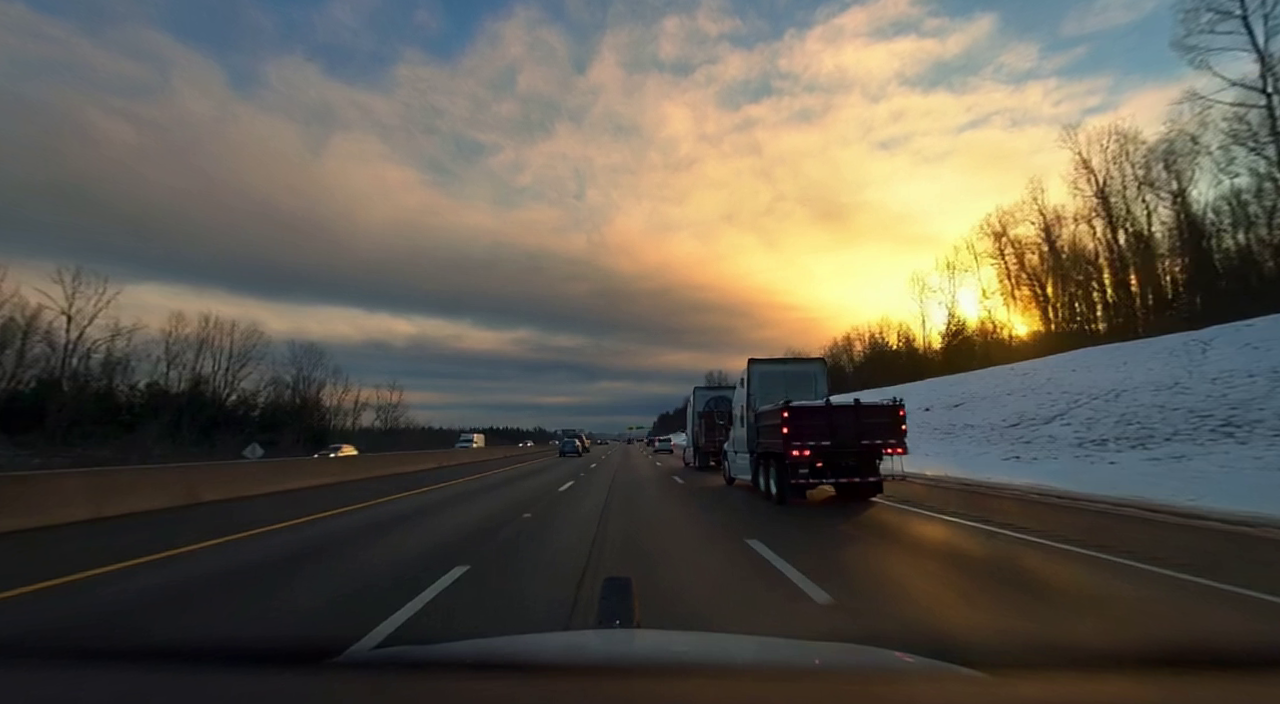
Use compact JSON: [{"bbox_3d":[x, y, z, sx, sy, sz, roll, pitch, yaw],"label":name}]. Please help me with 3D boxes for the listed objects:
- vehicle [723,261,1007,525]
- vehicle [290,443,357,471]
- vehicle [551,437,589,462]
[{"bbox_3d":[3.932,1.140,13.817,2.906,3.999,8.621,0,-8,-1],"label":"vehicle"},{"bbox_3d":[-19.848,6.583,39.675,1.893,1.584,4.596,0,-8,0],"label":"vehicle"},{"bbox_3d":[-4.431,6.214,40.227,2.017,1.484,4.088,0,-8,-1],"label":"vehicle"}]
